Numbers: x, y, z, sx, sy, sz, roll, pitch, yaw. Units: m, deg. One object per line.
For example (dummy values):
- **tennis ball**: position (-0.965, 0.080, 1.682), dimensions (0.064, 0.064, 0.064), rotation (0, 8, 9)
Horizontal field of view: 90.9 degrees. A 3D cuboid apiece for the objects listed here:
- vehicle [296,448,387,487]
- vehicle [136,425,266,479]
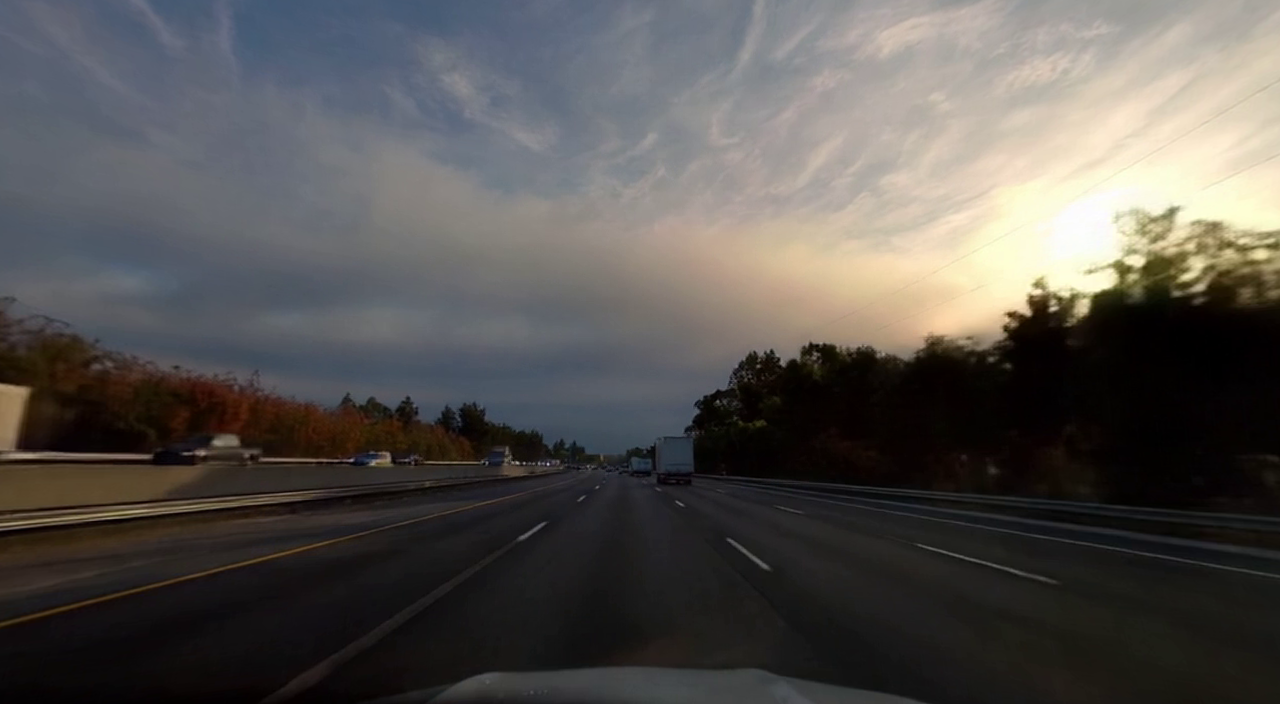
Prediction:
- **vehicle**: position (-11.934, 4.670, 25.490), dimensions (1.797, 1.397, 3.811), rotation (1, -11, -1)
- **vehicle**: position (-22.469, 5.263, 32.717), dimensions (2.304, 2.498, 6.255), rotation (1, -11, -2)
